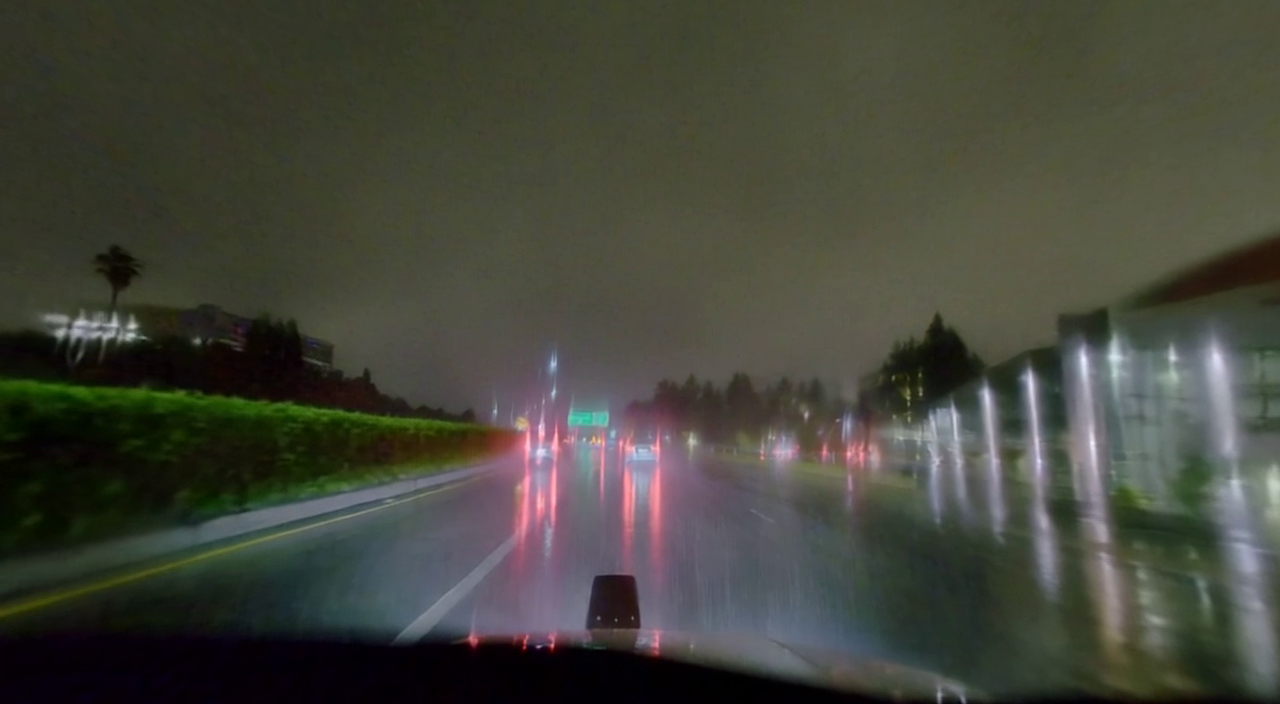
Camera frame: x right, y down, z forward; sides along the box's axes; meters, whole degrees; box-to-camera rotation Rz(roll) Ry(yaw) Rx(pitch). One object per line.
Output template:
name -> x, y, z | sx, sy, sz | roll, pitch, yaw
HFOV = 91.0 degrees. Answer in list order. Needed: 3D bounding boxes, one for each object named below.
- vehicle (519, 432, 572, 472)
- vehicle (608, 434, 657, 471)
vehicle -> -4.442, 4.770, 30.233 | 2.080, 1.733, 4.410 | 0, -8, -3
vehicle -> -0.422, 4.779, 30.161 | 2.078, 1.608, 3.982 | 0, -8, -5
